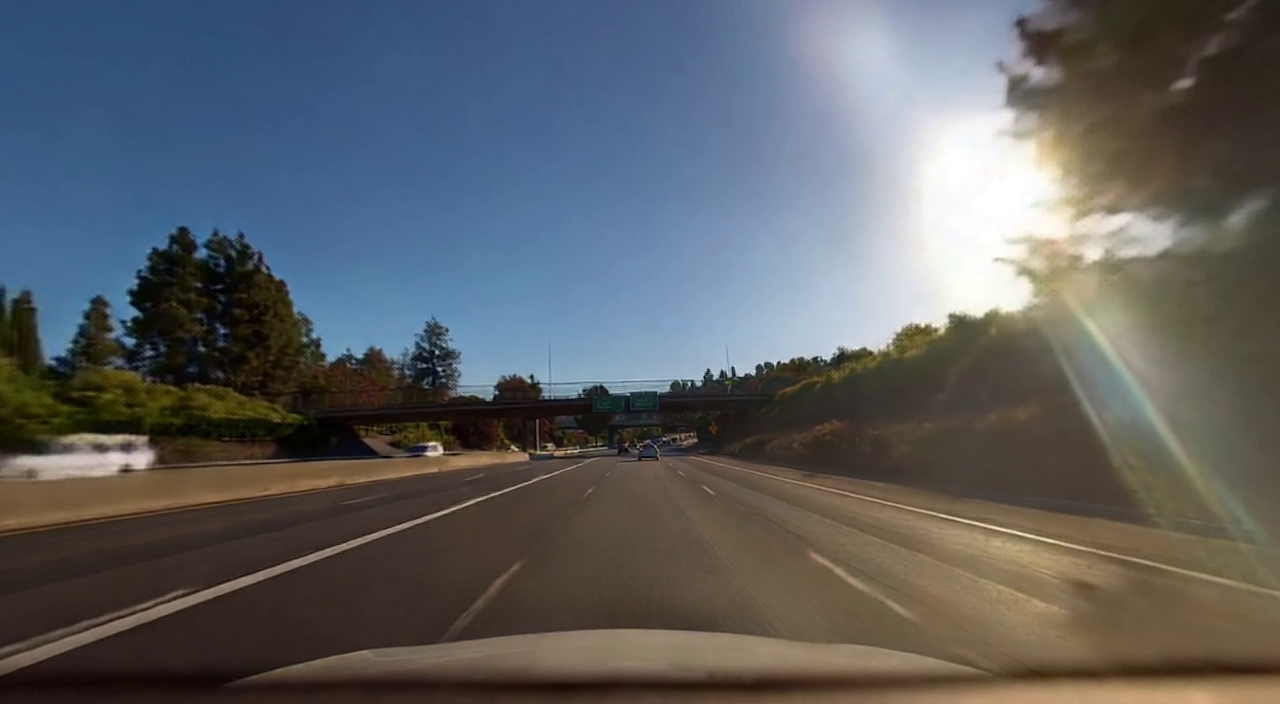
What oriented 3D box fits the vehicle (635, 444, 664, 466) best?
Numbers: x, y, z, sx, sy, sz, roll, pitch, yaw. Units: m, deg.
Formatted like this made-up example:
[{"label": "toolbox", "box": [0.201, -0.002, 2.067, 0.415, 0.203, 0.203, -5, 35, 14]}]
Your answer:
[{"label": "vehicle", "box": [0.644, 7.254, 44.735, 1.970, 1.477, 4.158, 0, -9, -1]}]
